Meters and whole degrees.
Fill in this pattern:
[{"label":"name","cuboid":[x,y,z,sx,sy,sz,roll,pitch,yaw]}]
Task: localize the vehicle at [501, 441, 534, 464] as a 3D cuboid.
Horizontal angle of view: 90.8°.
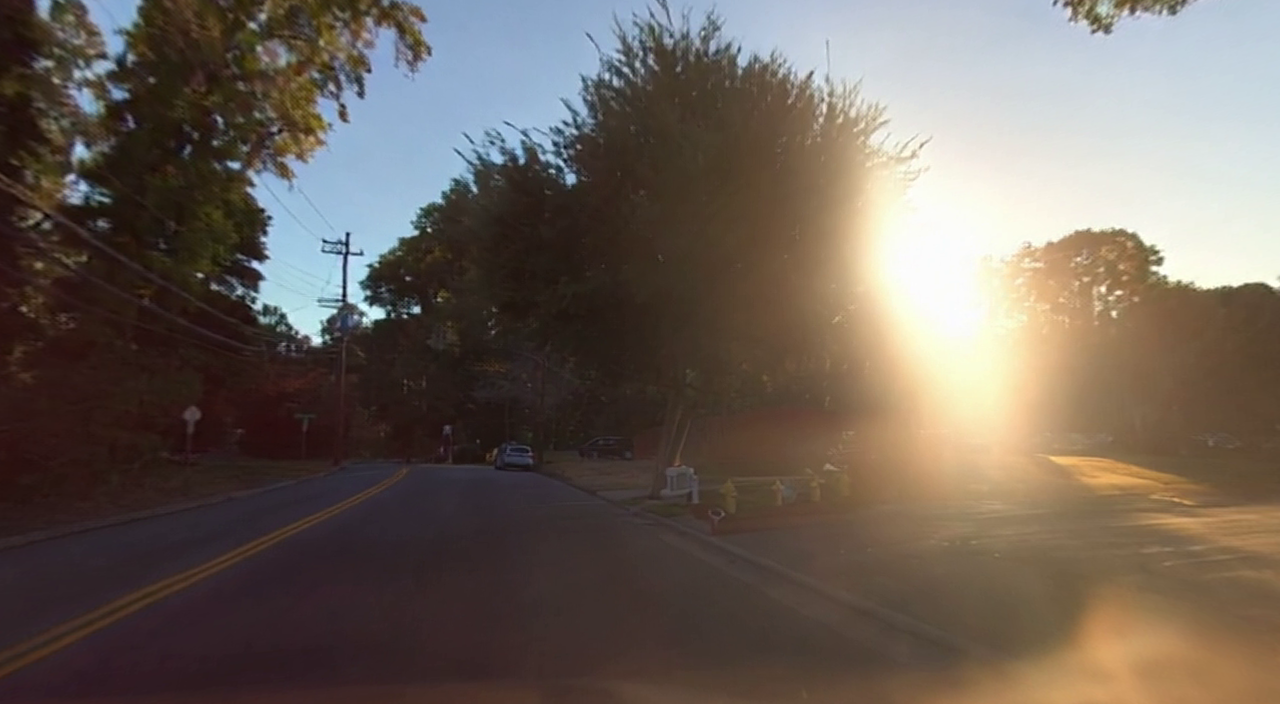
[{"label":"vehicle","cuboid":[-8.409,6.835,43.146,1.941,1.460,4.206,2,-9,-14]}]
